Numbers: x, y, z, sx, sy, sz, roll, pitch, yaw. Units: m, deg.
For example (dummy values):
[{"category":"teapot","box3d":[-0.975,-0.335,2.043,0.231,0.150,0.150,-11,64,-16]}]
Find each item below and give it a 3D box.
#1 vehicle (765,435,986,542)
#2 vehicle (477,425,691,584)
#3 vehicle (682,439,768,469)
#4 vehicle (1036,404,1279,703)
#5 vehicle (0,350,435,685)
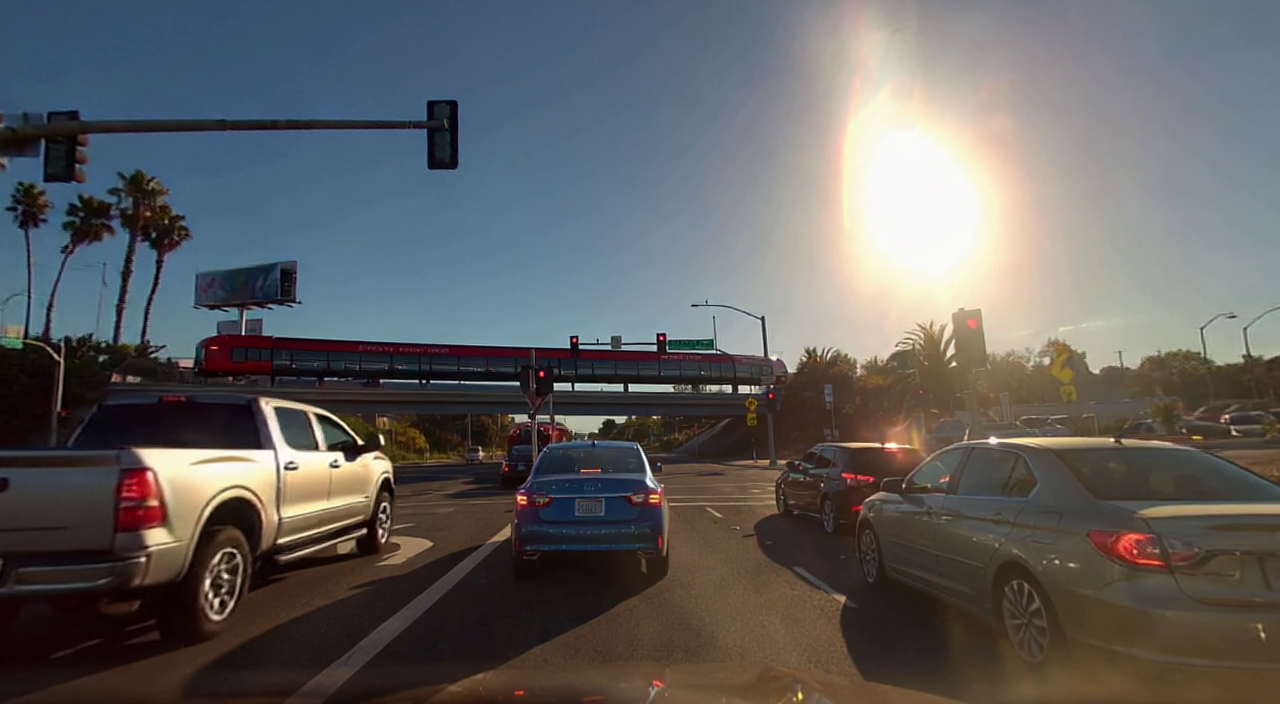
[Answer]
[{"category":"vehicle","box3d":[3.706,2.225,11.017,1.965,1.448,4.486,0,-9,-2]},{"category":"vehicle","box3d":[-0.636,1.760,8.136,2.035,1.491,4.090,0,-9,-3]},{"category":"vehicle","box3d":[4.198,5.137,31.969,1.878,1.428,4.416,5,-10,-32]},{"category":"vehicle","box3d":[3.887,0.891,2.191,2.052,1.496,4.541,0,-9,0]},{"category":"vehicle","box3d":[-3.889,1.303,6.236,2.078,1.838,5.448,0,-9,-2]}]
